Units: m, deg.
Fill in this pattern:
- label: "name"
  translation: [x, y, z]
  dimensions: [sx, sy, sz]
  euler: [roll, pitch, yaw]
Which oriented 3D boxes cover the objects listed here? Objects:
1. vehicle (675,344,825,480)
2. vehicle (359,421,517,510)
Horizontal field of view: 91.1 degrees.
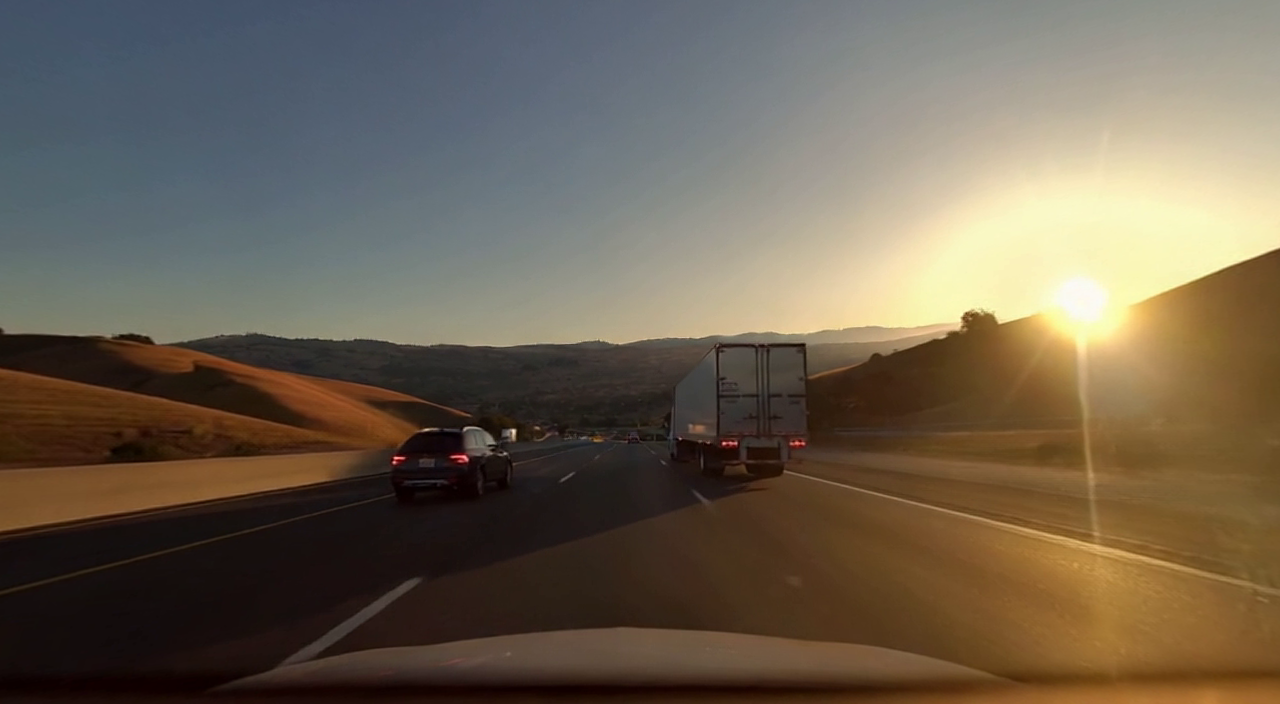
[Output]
- label: "vehicle"
  translation: [3.841, 3.007, 28.054]
  dimensions: [3.144, 4.168, 17.594]
  euler: [0, -8, -1]
- label: "vehicle"
  translation: [-4.083, 2.344, 13.539]
  dimensions: [2.044, 1.604, 4.144]
  euler: [0, -8, -1]
